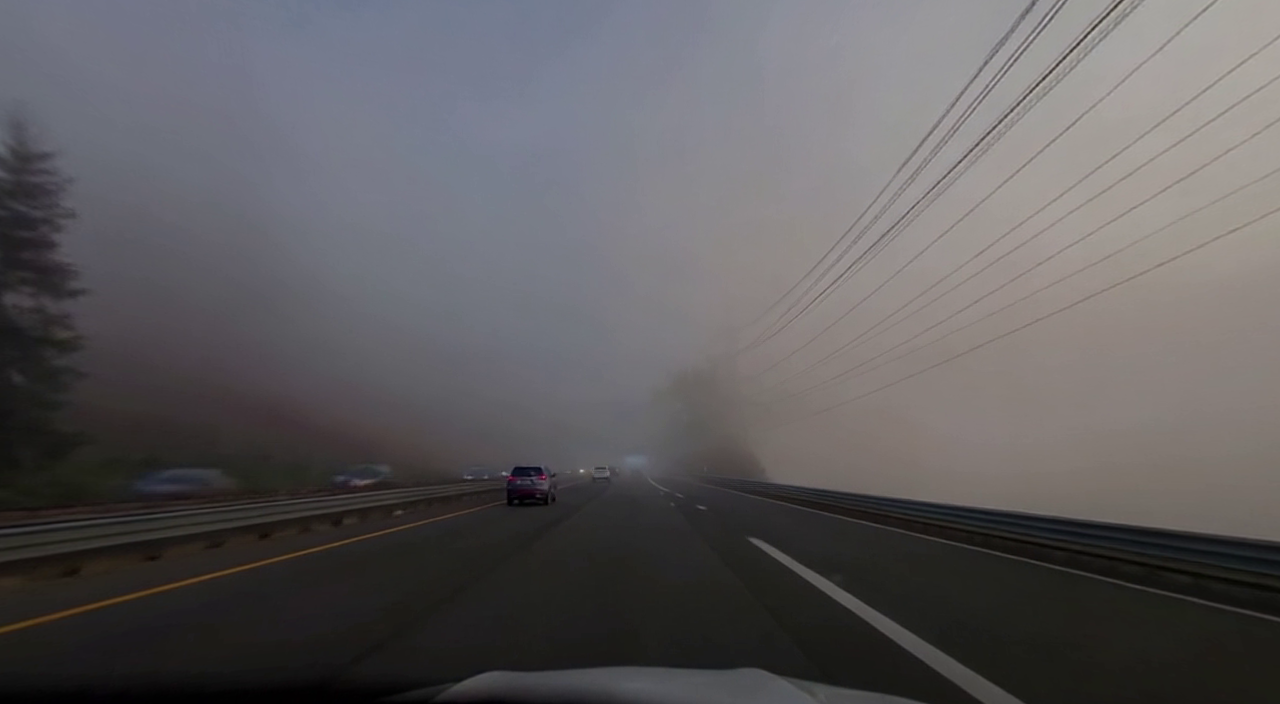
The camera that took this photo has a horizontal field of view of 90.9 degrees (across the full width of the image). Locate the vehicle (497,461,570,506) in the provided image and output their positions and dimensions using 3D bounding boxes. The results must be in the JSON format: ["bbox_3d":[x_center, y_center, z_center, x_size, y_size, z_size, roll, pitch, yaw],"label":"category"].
[{"bbox_3d":[-3.903,4.908,23.795,1.963,1.501,4.227,1,-11,0],"label":"vehicle"}]

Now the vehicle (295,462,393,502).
[{"bbox_3d":[-12.563,5.537,27.106,1.897,1.501,4.620,1,-11,0],"label":"vehicle"}]

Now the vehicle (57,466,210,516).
[{"bbox_3d":[-16.542,4.533,20.874,1.827,1.434,3.798,1,-11,0],"label":"vehicle"}]
